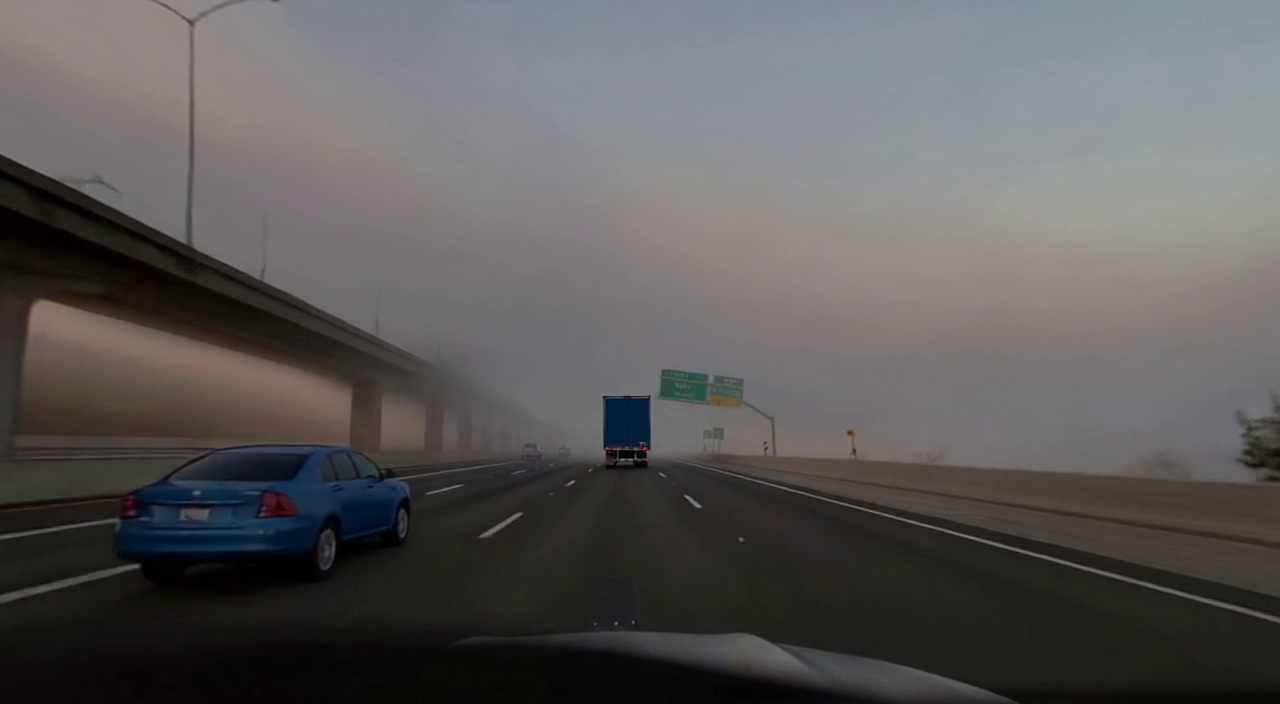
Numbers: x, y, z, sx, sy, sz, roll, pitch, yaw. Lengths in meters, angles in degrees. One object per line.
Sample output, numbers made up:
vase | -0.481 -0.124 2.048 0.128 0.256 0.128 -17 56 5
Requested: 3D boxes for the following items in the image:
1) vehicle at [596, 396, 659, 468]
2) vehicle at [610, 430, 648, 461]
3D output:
vehicle | -0.621 5.082 39.040 3.233 3.678 11.032 2 -9 0
vehicle | -0.638 5.346 36.193 2.052 1.666 4.358 1 -8 -1
